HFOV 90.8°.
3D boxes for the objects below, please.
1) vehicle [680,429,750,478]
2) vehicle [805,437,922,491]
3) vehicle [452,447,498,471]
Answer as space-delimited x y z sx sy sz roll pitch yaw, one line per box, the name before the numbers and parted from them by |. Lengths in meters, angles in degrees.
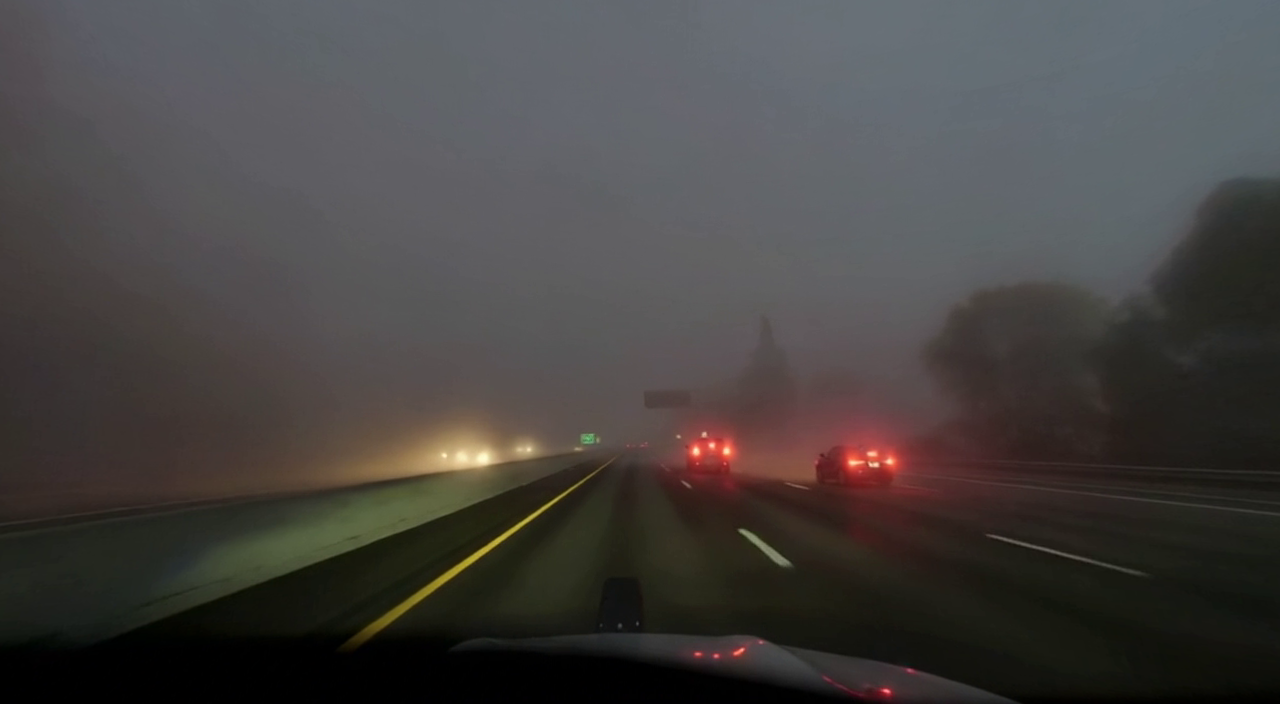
vehicle | 2.959 4.193 26.212 2.258 1.824 4.908 0 -8 -1
vehicle | 6.716 3.400 19.526 2.009 1.456 4.097 0 -8 -1
vehicle | -11.183 7.264 43.178 2.147 1.545 4.454 1 -8 -2
